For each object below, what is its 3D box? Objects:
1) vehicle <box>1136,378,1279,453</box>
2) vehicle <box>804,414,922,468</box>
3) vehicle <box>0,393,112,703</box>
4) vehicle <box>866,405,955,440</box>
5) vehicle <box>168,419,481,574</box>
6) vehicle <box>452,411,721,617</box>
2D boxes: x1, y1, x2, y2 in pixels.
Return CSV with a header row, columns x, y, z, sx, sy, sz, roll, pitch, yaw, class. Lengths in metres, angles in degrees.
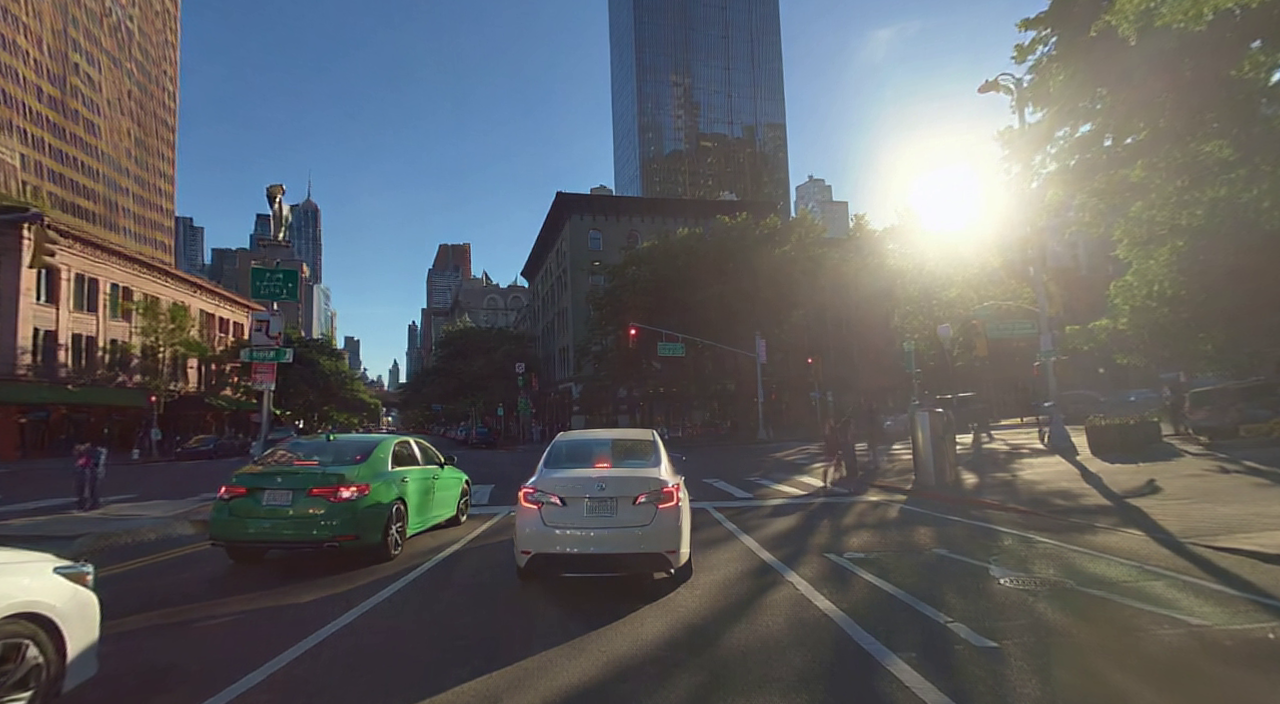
x,y,z,sx,sy,sz,roll,pitch,yaw,class
21.646,2.354,22.873,5.863,2.493,2.354,2,-9,-12,vehicle
7.783,3.094,21.854,4.392,1.667,1.958,8,-11,-43,vehicle
-3.911,0.709,1.186,1.995,1.524,4.438,0,-8,0,vehicle
14.943,3.933,34.892,4.657,1.769,1.979,4,-10,-28,vehicle
-3.684,1.752,8.469,1.934,1.522,4.287,0,-8,0,vehicle
-0.412,1.497,6.727,1.999,1.520,3.896,0,-8,0,vehicle
